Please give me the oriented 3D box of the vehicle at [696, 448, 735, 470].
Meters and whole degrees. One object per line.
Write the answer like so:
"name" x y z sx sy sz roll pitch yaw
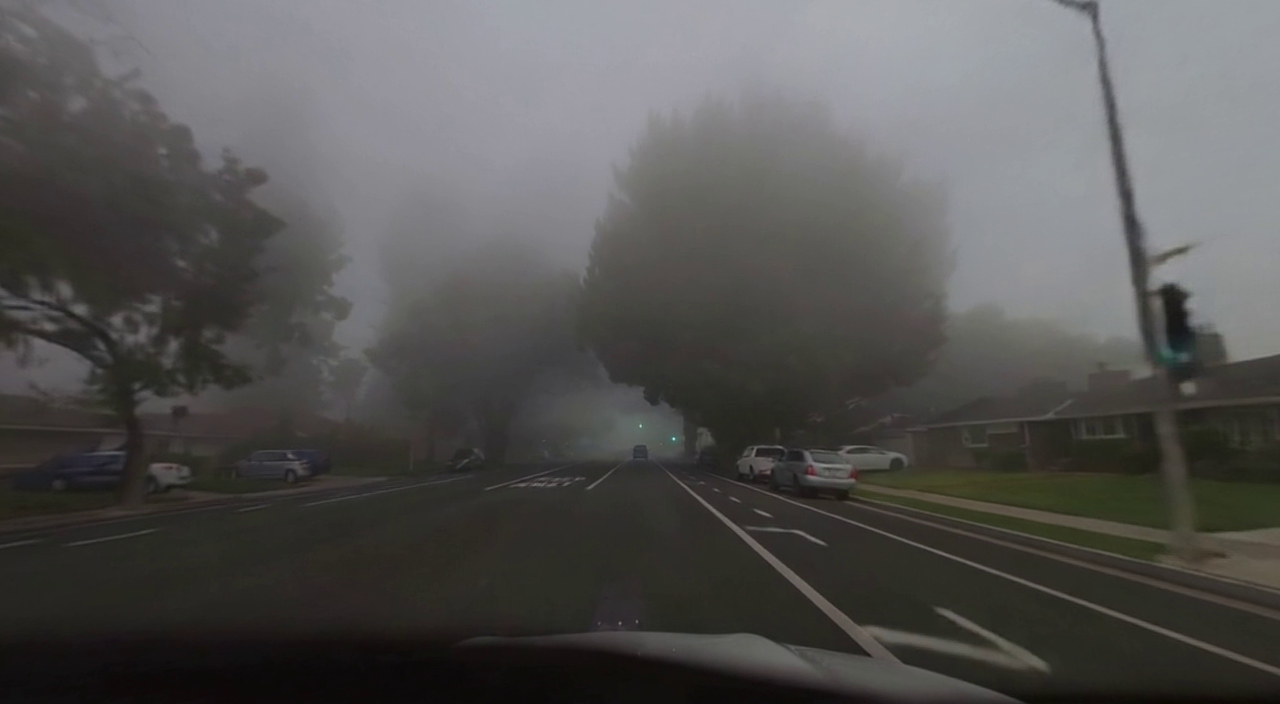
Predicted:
"vehicle" 5.326 7.601 45.036 2.002 1.461 4.673 1 -9 -2

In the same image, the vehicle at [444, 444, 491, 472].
"vehicle" -11.892 7.376 43.671 2.061 1.760 4.569 -1 -10 -1

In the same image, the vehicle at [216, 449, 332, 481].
"vehicle" -17.638 5.443 30.497 4.349 1.457 1.997 0 -9 -1

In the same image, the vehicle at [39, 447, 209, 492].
"vehicle" -18.121 4.111 22.252 4.355 1.482 1.794 0 -9 0

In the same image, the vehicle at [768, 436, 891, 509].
"vehicle" 5.319 3.422 18.348 2.164 1.729 4.488 3 -9 -1
